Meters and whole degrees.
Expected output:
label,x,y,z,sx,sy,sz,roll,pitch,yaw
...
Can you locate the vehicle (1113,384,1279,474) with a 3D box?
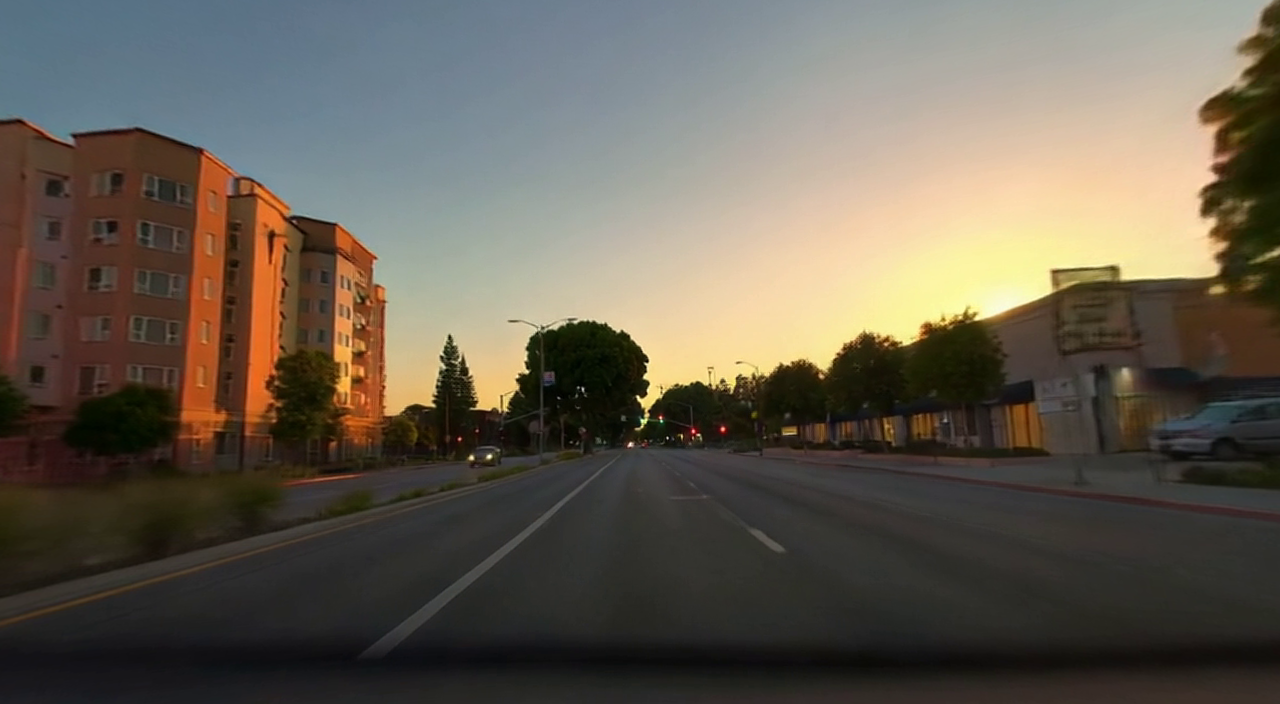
label,x,y,z,sx,sy,sz,roll,pitch,yaw
vehicle,19.724,2.529,20.656,6.543,2.736,2.324,0,-9,-3
